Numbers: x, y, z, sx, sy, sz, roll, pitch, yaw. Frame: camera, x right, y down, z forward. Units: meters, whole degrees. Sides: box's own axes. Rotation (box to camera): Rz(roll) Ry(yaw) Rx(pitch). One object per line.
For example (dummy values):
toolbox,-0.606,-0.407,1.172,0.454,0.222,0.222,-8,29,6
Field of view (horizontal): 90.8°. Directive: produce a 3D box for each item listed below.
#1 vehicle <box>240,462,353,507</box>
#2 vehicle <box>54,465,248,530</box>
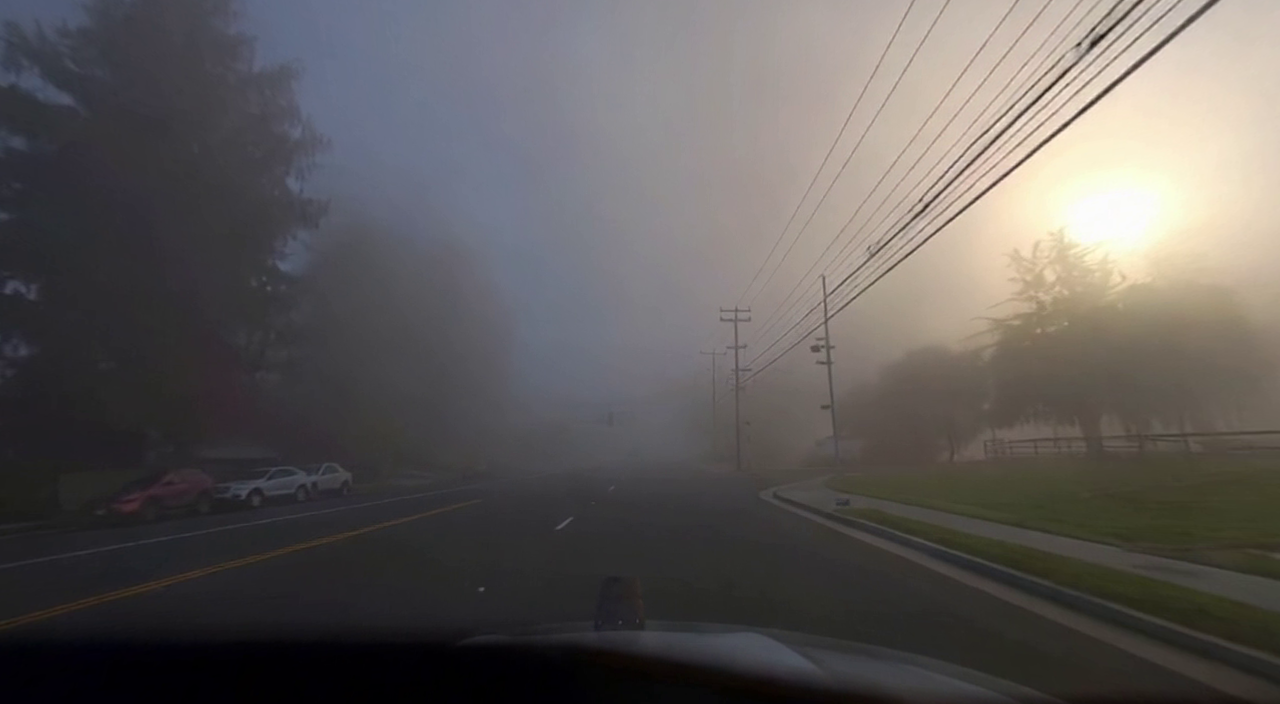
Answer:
vehicle,-13.437,5.196,25.072,1.863,1.481,4.363,-3,-9,3
vehicle,-13.675,4.043,18.085,1.936,1.489,4.311,-1,-9,3
